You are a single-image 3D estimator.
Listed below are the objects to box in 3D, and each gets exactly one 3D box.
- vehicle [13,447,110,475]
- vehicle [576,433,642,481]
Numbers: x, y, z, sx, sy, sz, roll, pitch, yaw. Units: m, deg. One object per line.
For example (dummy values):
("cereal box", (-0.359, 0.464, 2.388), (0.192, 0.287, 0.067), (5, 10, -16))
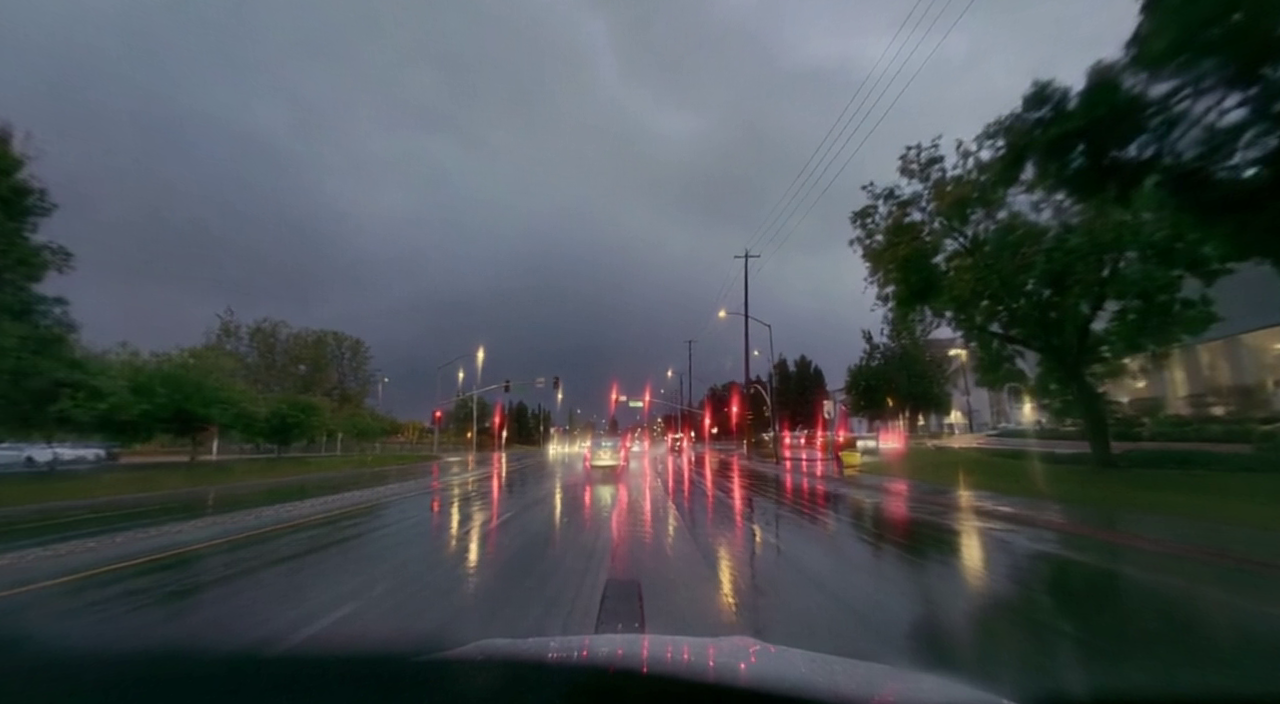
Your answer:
("vehicle", (-38.648, 7.254, 42.397), (2.026, 1.701, 4.536), (-1, -8, 4))
("vehicle", (-0.989, 3.575, 21.763), (2.075, 1.470, 3.962), (0, -8, -1))
